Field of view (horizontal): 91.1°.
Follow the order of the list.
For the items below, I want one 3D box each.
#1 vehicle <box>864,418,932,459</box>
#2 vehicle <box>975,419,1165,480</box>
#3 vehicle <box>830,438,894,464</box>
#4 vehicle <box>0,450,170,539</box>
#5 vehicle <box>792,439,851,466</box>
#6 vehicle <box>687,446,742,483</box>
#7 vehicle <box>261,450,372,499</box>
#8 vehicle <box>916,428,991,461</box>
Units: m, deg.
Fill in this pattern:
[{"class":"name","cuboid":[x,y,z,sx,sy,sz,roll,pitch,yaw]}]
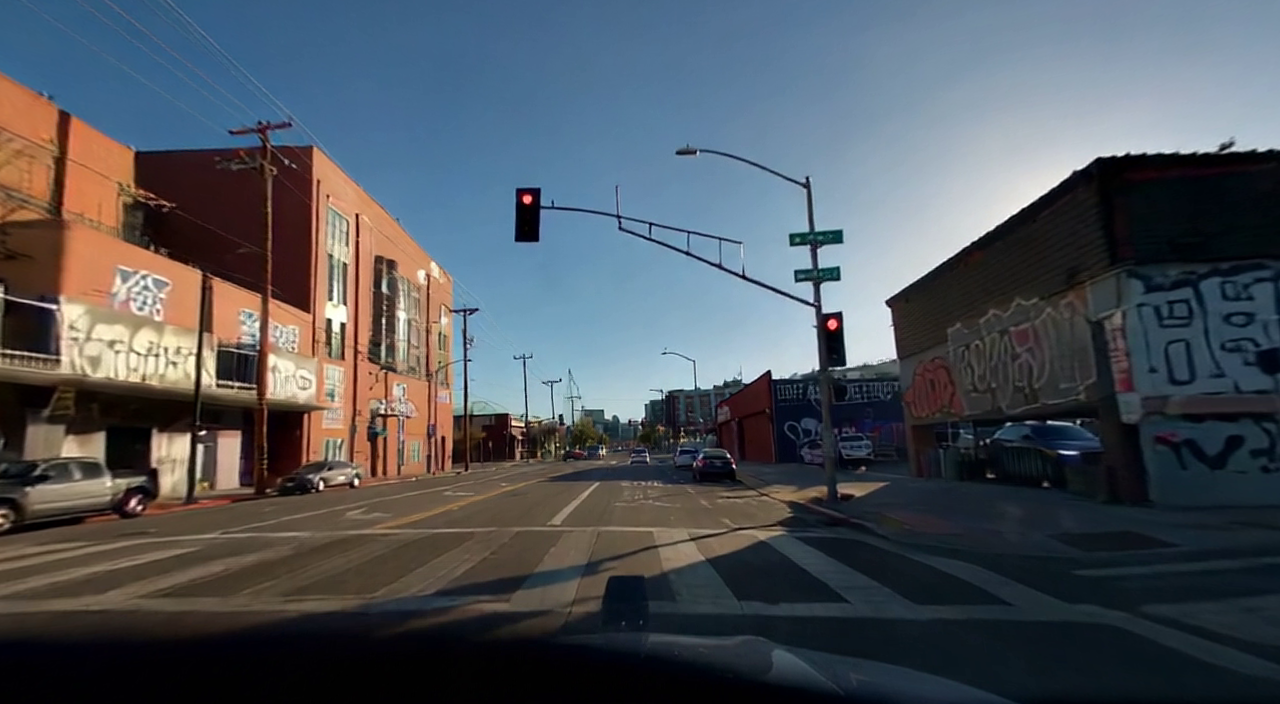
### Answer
[{"class":"vehicle","cuboid":[15.692,5.320,38.488,1.969,2.282,4.731,1,-8,-2]},{"class":"vehicle","cuboid":[12.466,2.838,18.478,4.312,1.578,2.006,-5,-10,34]},{"class":"vehicle","cuboid":[13.355,5.978,38.073,1.819,1.450,4.707,1,-8,-4]},{"class":"vehicle","cuboid":[-15.241,3.488,15.914,2.107,1.914,5.567,0,-8,3]},{"class":"vehicle","cuboid":[11.002,6.095,38.432,1.956,1.514,4.862,1,-8,-3]},{"class":"vehicle","cuboid":[3.366,5.140,29.076,2.062,1.535,4.206,0,-8,0]},{"class":"vehicle","cuboid":[-15.230,5.757,30.049,2.048,1.814,5.998,-6,-8,1]},{"class":"vehicle","cuboid":[18.289,5.460,36.866,2.002,1.731,4.413,-2,-9,-1]}]
